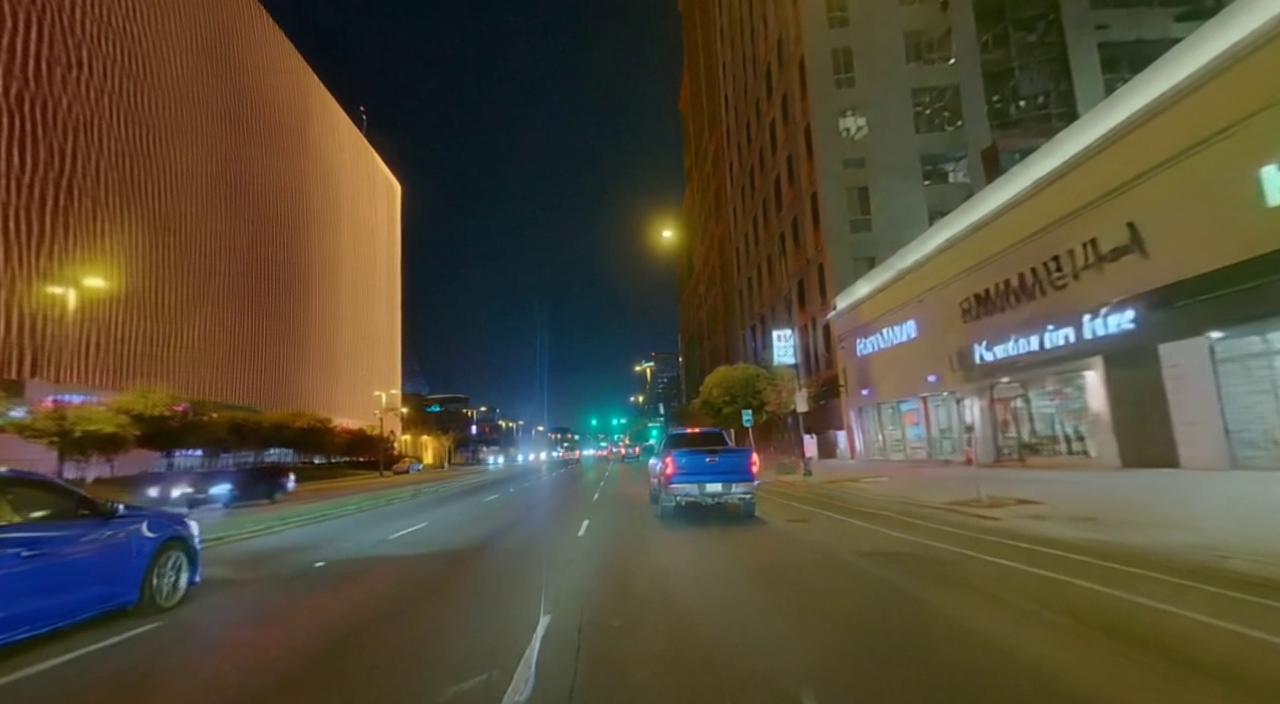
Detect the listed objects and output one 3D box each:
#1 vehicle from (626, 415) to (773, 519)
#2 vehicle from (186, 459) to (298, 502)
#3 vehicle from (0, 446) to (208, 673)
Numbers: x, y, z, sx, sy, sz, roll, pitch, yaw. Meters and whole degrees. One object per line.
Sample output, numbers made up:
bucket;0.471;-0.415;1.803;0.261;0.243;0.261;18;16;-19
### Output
vehicle;1.077;2.625;14.942;2.590;1.932;5.776;0;-9;-3
vehicle;-16.557;5.344;26.609;1.955;1.562;4.340;0;-9;-1
vehicle;-5.001;1.270;3.656;1.888;1.424;4.553;0;-9;-2
